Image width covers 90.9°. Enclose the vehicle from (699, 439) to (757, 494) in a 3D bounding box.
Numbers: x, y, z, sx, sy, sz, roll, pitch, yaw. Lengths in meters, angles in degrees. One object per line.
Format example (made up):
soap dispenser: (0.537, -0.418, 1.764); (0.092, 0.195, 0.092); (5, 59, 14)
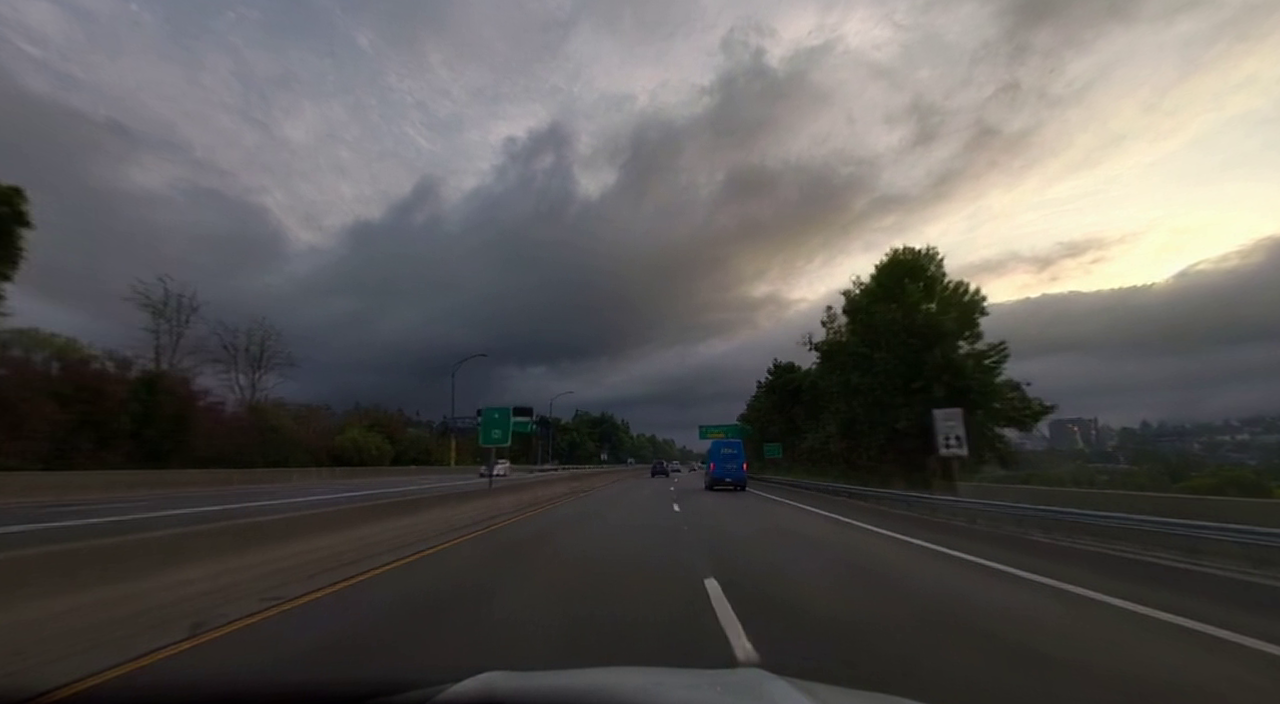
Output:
vehicle: (4.494, 6.027, 33.204); (2.366, 2.595, 5.793); (0, -11, 1)
